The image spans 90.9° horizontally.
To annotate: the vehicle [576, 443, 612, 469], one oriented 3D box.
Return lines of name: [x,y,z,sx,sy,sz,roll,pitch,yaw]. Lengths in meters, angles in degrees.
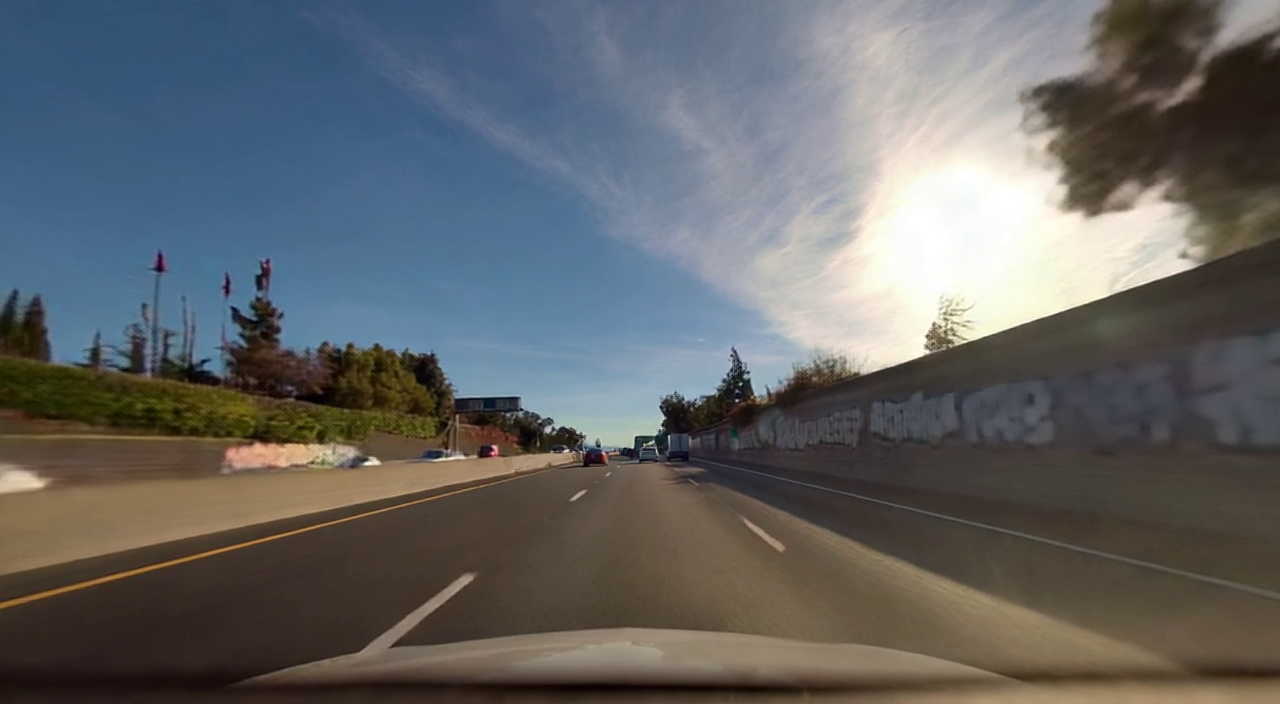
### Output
vehicle: [-3.130,7.201,43.649,2.095,1.671,4.193,0,-9,1]

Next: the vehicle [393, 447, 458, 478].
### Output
vehicle: [-11.709,6.047,34.739,2.001,1.547,4.361,0,-9,1]

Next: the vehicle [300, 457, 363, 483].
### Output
vehicle: [-20.194,7.705,41.462,1.806,1.549,4.417,0,-9,1]

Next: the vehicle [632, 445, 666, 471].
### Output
vehicle: [0.558,6.632,39.636,2.009,1.506,4.091,0,-9,0]
